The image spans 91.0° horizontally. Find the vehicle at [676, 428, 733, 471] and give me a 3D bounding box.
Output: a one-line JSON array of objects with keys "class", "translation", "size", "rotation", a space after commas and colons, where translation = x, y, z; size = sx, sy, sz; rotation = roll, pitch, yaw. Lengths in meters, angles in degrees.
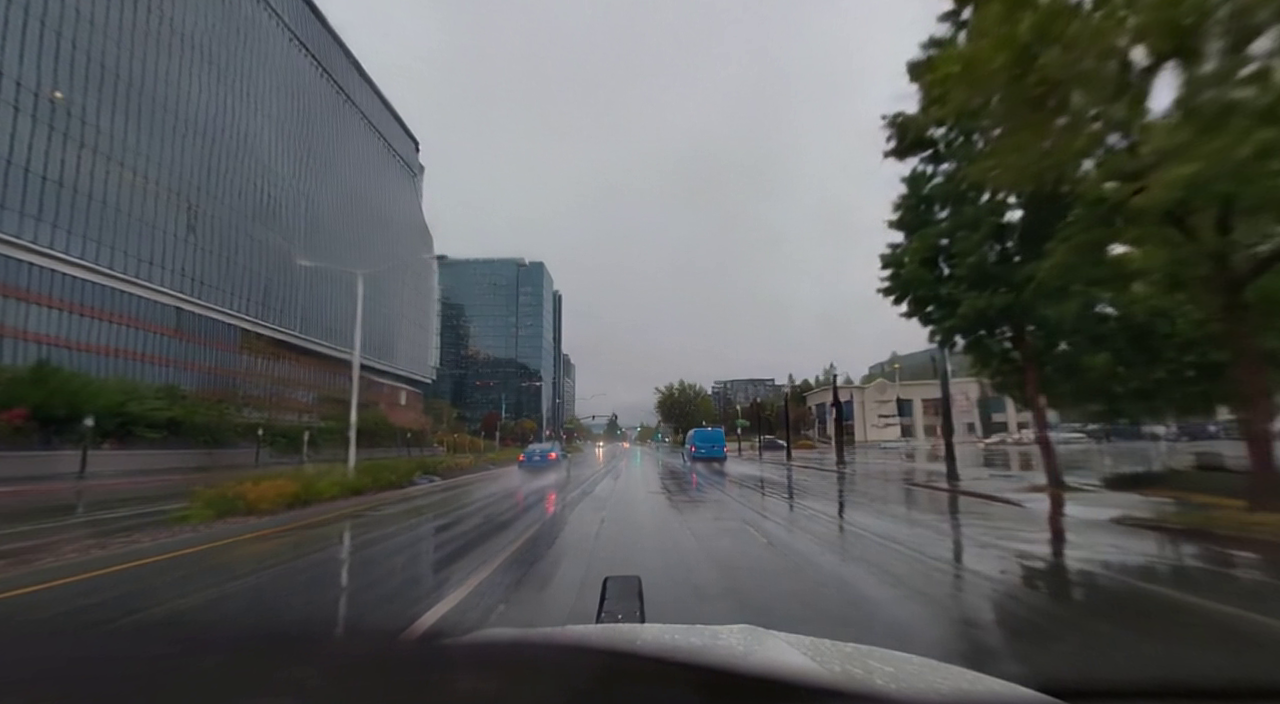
[{"class": "vehicle", "translation": [3.089, 4.837, 31.340], "size": [2.200, 1.914, 5.145], "rotation": [0, -8, -1]}]

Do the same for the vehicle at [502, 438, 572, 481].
[{"class": "vehicle", "translation": [-3.763, 3.989, 23.703], "size": [1.864, 1.464, 4.195], "rotation": [0, -8, 1]}]
